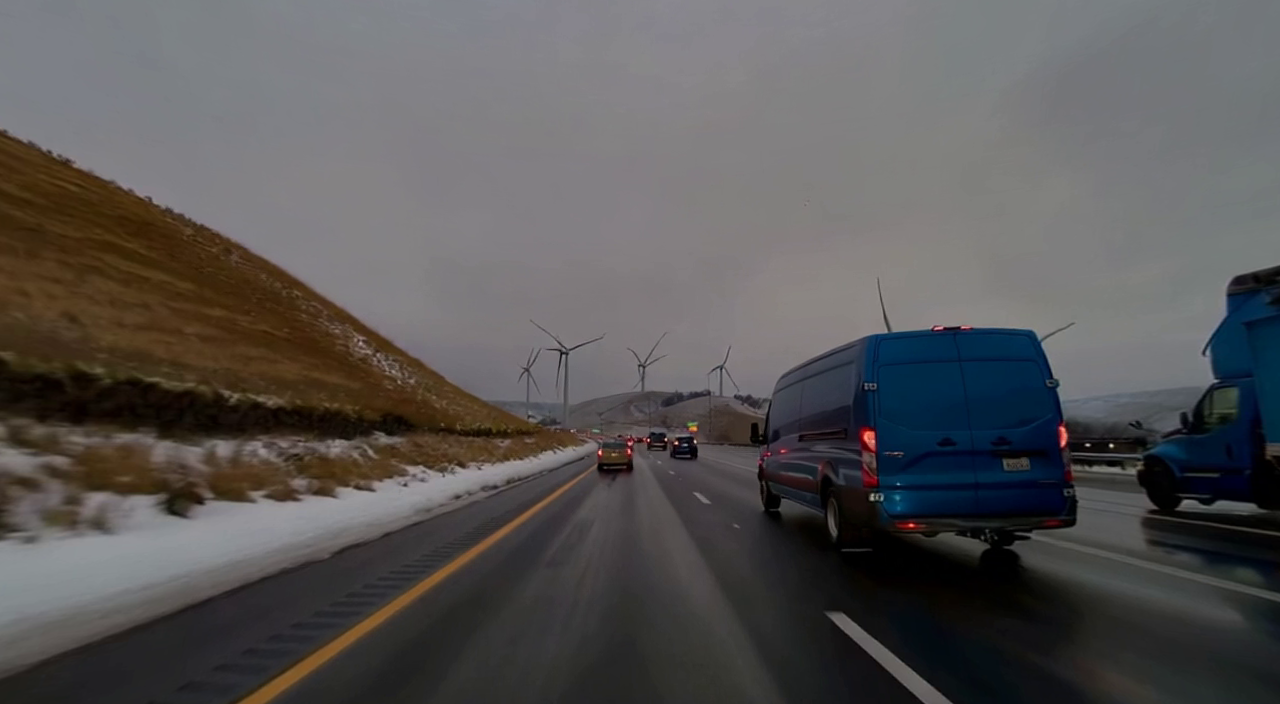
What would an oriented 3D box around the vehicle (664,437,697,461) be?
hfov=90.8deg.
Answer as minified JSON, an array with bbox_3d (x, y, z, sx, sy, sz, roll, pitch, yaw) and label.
[{"bbox_3d":[2.983,7.229,47.314,2.108,1.717,3.996,0,-8,-2],"label":"vehicle"}]

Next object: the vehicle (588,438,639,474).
[{"bbox_3d":[-1.134,4.595,28.070,2.082,1.445,3.826,0,-8,-1],"label":"vehicle"}]

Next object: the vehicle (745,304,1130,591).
[{"bbox_3d":[3.186,1.264,8.706,2.365,2.630,5.754,0,-8,-1],"label":"vehicle"}]
